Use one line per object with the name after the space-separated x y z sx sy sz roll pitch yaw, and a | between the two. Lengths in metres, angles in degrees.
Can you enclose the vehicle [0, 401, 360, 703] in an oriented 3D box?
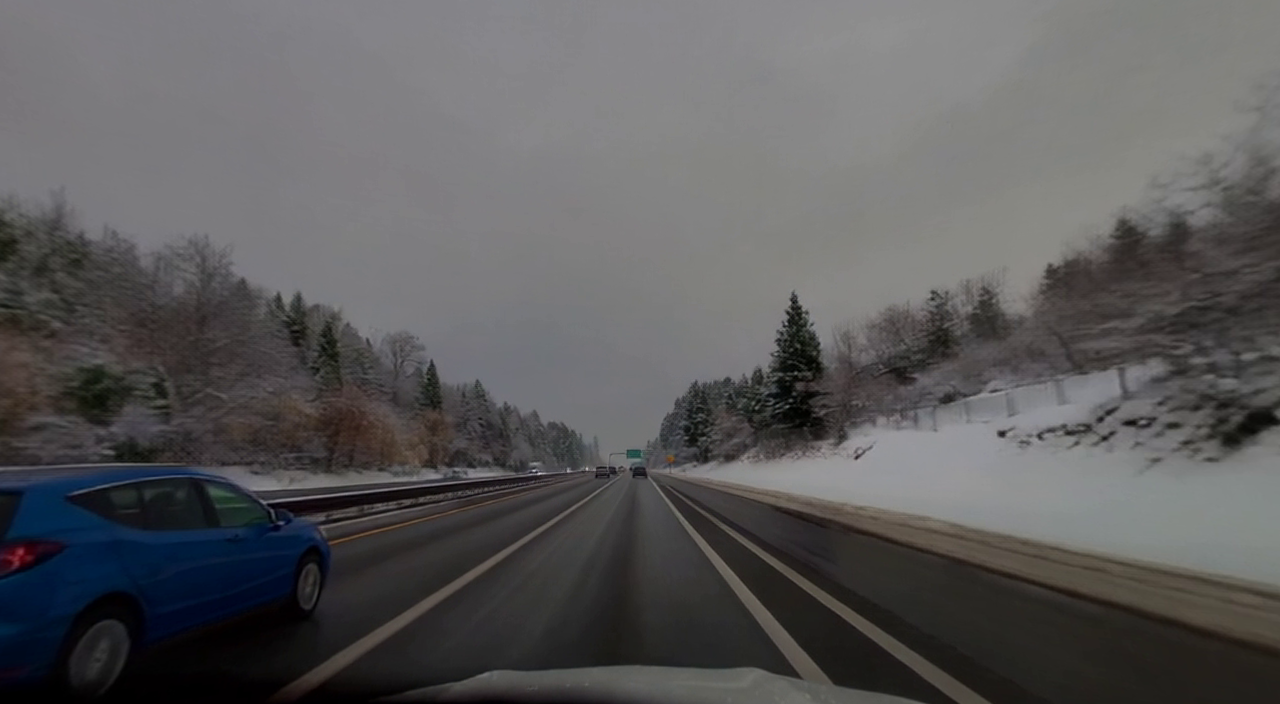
-3.644 1.182 3.808 2.017 1.516 4.041 1 -11 0 | vehicle
